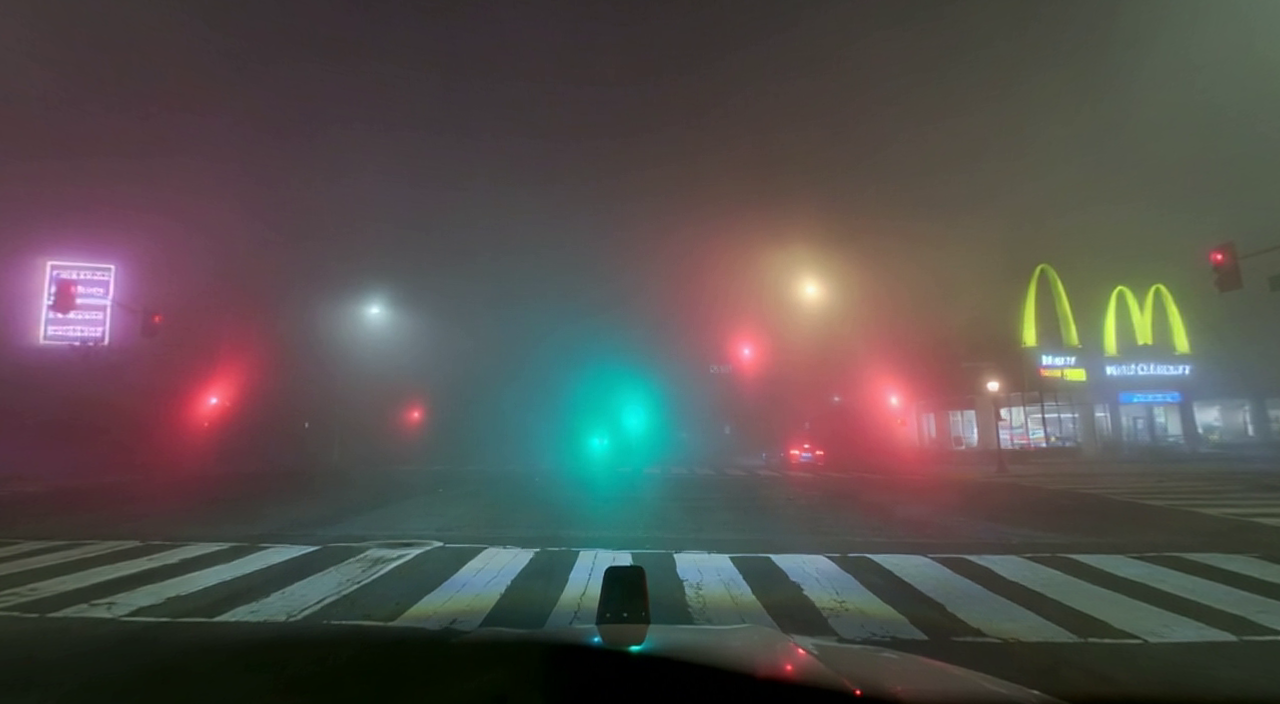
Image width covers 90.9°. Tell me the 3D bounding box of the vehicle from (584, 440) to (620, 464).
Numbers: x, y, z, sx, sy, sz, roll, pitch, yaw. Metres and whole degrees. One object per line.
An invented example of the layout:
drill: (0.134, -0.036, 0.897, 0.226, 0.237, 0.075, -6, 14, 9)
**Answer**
vehicle: (-2.509, 6.661, 42.184, 2.104, 1.468, 4.195, 0, -8, 1)
